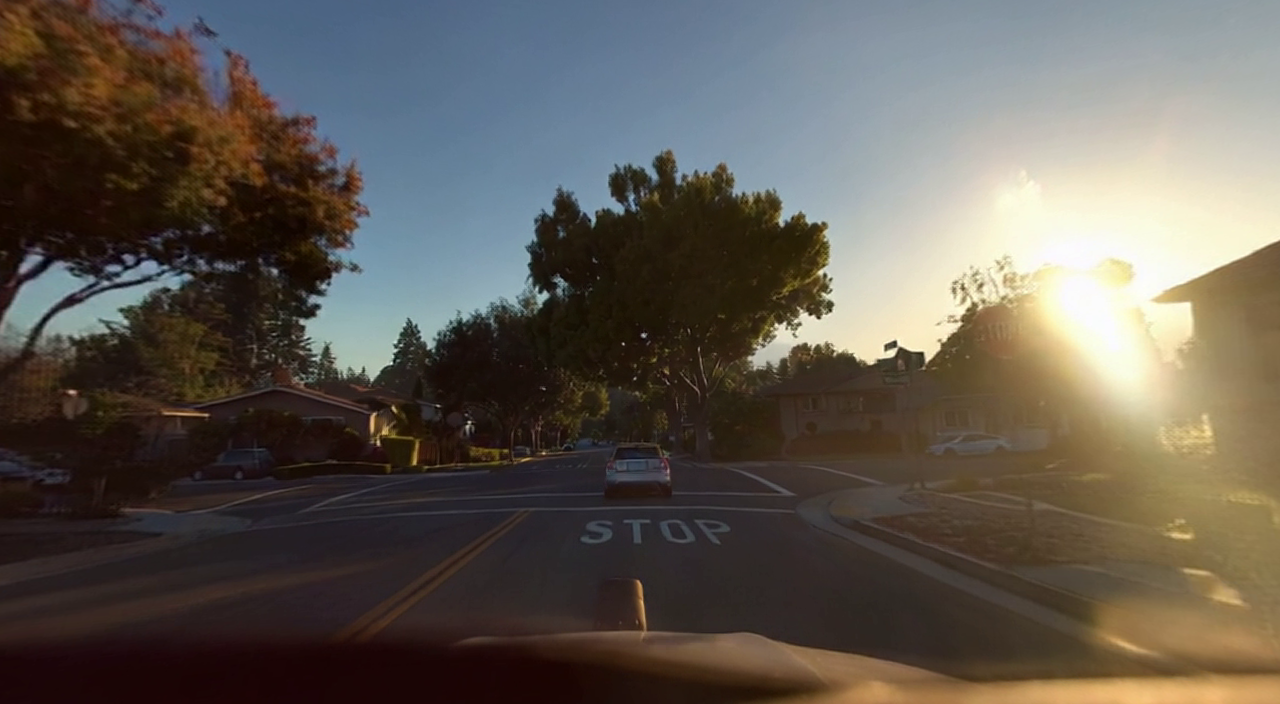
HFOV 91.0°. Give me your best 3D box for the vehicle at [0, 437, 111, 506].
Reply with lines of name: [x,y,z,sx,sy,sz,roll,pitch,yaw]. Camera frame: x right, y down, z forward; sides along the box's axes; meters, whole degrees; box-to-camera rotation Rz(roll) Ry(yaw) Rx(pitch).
vehicle: [-20.872,3.924,20.010,5.796,1.946,2.391,-3,-10,-4]

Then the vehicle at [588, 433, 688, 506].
vehicle: [-0.106,2.743,15.124,2.043,1.484,4.340,0,-9,-2]

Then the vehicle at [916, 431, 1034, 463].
vehicle: [16.598,4.725,31.342,4.748,1.488,2.029,1,-9,-4]
